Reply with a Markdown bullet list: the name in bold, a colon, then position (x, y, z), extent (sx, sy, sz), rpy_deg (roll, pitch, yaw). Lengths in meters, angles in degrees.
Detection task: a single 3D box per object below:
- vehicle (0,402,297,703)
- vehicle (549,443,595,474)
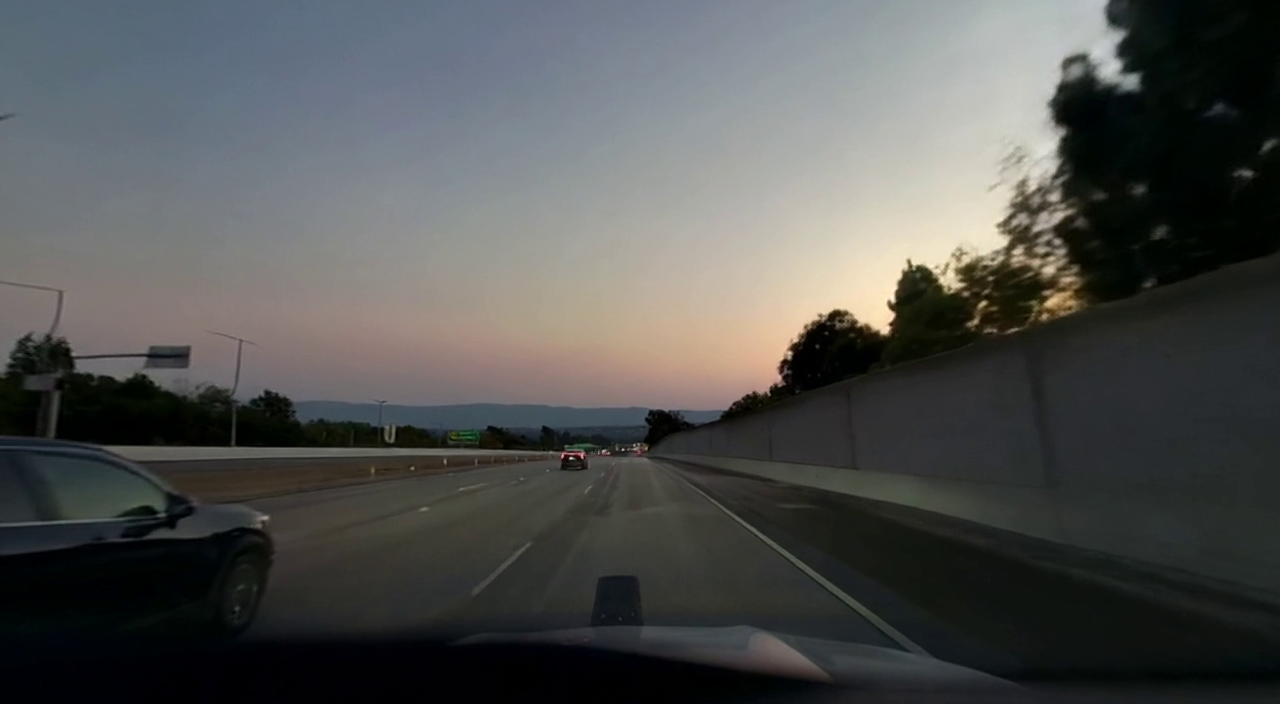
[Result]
- **vehicle**: position (-3.938, 1.034, 2.974), extent (2.195, 1.573, 4.176), rpy_deg (0, -9, 1)
- **vehicle**: position (-3.907, 6.176, 36.758), extent (2.133, 1.683, 4.340), rpy_deg (1, -9, 0)
